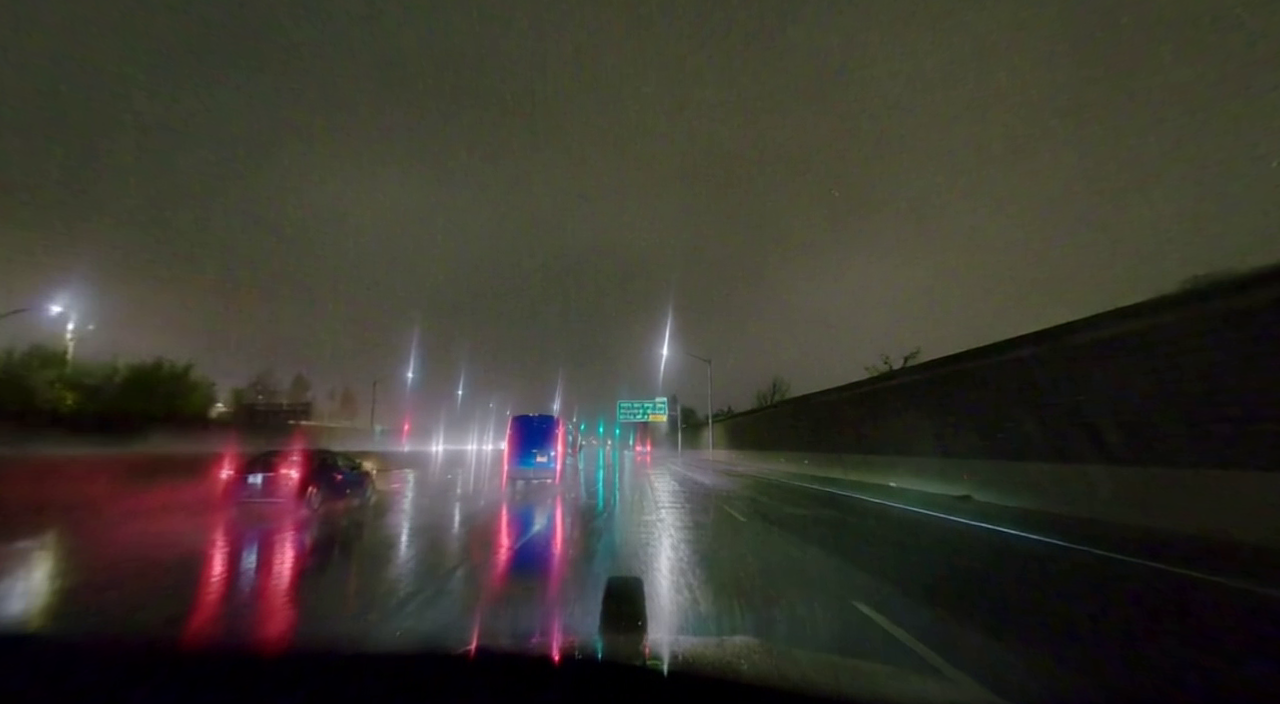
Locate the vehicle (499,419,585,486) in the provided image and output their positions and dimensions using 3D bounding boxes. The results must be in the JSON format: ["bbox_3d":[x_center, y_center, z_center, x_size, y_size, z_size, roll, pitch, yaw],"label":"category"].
[{"bbox_3d":[-3.609,3.851,24.273,2.372,2.248,5.393,0,-9,1],"label":"vehicle"}]

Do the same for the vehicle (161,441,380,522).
[{"bbox_3d":[-7.894,2.773,14.145,1.987,1.490,4.781,0,-8,0],"label":"vehicle"}]
